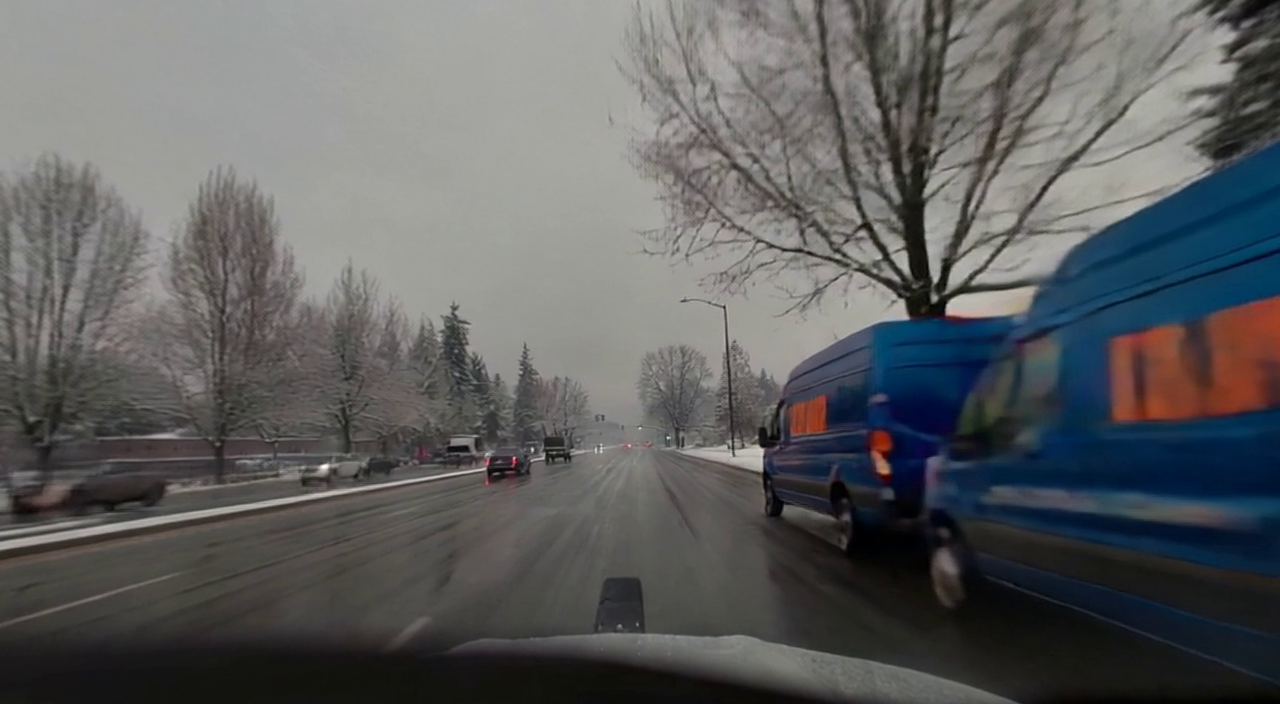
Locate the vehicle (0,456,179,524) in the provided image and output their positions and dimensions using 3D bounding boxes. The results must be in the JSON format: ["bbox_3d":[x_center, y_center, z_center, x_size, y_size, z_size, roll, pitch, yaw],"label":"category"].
[{"bbox_3d":[-14.878,3.536,16.742,1.842,1.472,4.639,0,-9,-1],"label":"vehicle"}]

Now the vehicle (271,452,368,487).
[{"bbox_3d":[-14.745,5.404,29.421,2.031,1.466,4.592,0,-9,1],"label":"vehicle"}]

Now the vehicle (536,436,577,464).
[{"bbox_3d":[-6.336,7.554,48.752,2.332,2.039,5.678,0,-9,1],"label":"vehicle"}]

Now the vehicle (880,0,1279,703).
[{"bbox_3d":[3.590,0.386,3.250,2.791,3.026,4.668,0,-9,0],"label":"vehicle"}]

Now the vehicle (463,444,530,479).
[{"bbox_3d":[-6.514,4.999,29.200,1.970,1.456,4.441,0,-9,1],"label":"vehicle"}]
